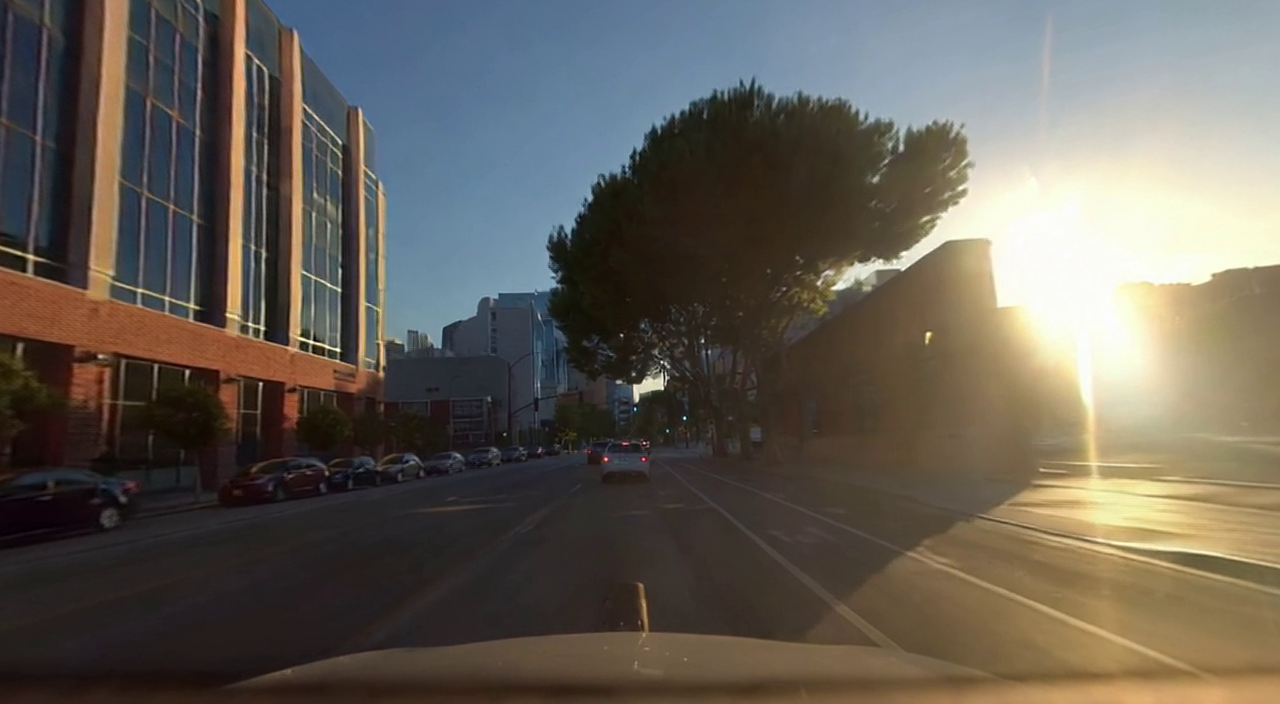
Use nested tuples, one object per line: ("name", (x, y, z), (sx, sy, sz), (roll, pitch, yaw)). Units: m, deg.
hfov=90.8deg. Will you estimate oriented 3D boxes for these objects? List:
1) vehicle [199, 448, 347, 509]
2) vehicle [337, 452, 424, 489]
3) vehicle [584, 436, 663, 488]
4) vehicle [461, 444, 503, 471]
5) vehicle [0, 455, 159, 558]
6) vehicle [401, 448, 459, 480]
("vehicle", (-11.982, 4.110, 21.112), (2.077, 1.732, 4.704), (0, -8, 0))
("vehicle", (-11.850, 5.416, 29.273), (1.991, 1.507, 4.879), (0, -8, 0))
("vehicle", (-0.493, 3.466, 20.269), (2.269, 1.479, 3.980), (0, -8, -1))
("vehicle", (-12.146, 8.133, 48.929), (2.090, 1.784, 4.832), (-4, -8, -2))
("vehicle", (-11.896, 2.865, 12.104), (1.881, 1.686, 4.451), (0, -8, -1))
("vehicle", (-12.158, 6.473, 36.834), (1.976, 1.577, 4.091), (-4, -8, -1))
